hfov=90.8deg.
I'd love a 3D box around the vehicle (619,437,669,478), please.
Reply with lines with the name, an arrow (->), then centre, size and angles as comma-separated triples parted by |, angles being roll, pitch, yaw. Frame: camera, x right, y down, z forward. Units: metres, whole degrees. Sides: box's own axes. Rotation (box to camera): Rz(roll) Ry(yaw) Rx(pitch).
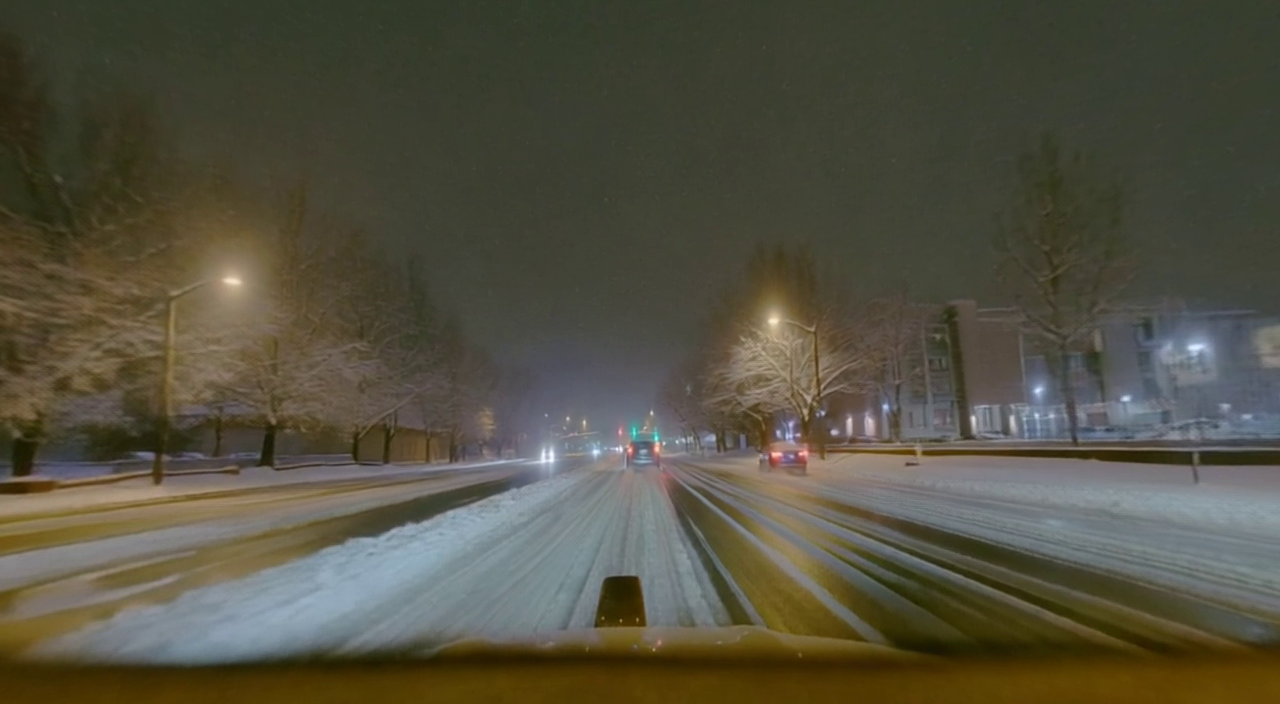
vehicle -> 0.102, 5.014, 30.217 | 2.227, 1.794, 4.457 | 0, -9, -2

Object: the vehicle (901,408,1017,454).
vehicle -> 24.146, 6.054, 48.070 | 7.258, 3.283, 2.680 | -1, -9, 0

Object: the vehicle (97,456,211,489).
vehicle -> -26.857, 6.662, 35.026 | 4.541, 1.676, 2.063 | -1, -9, 0

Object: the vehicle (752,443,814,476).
vehicle -> 7.197, 5.474, 32.309 | 2.029, 1.548, 4.422 | 0, -9, -2

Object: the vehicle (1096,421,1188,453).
vehicle -> 30.066, 5.175, 38.058 | 2.138, 1.531, 4.436 | -3, -11, 6

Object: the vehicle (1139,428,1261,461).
vehicle -> 26.018, 4.364, 29.559 | 1.887, 1.419, 4.191 | -1, -9, 1
